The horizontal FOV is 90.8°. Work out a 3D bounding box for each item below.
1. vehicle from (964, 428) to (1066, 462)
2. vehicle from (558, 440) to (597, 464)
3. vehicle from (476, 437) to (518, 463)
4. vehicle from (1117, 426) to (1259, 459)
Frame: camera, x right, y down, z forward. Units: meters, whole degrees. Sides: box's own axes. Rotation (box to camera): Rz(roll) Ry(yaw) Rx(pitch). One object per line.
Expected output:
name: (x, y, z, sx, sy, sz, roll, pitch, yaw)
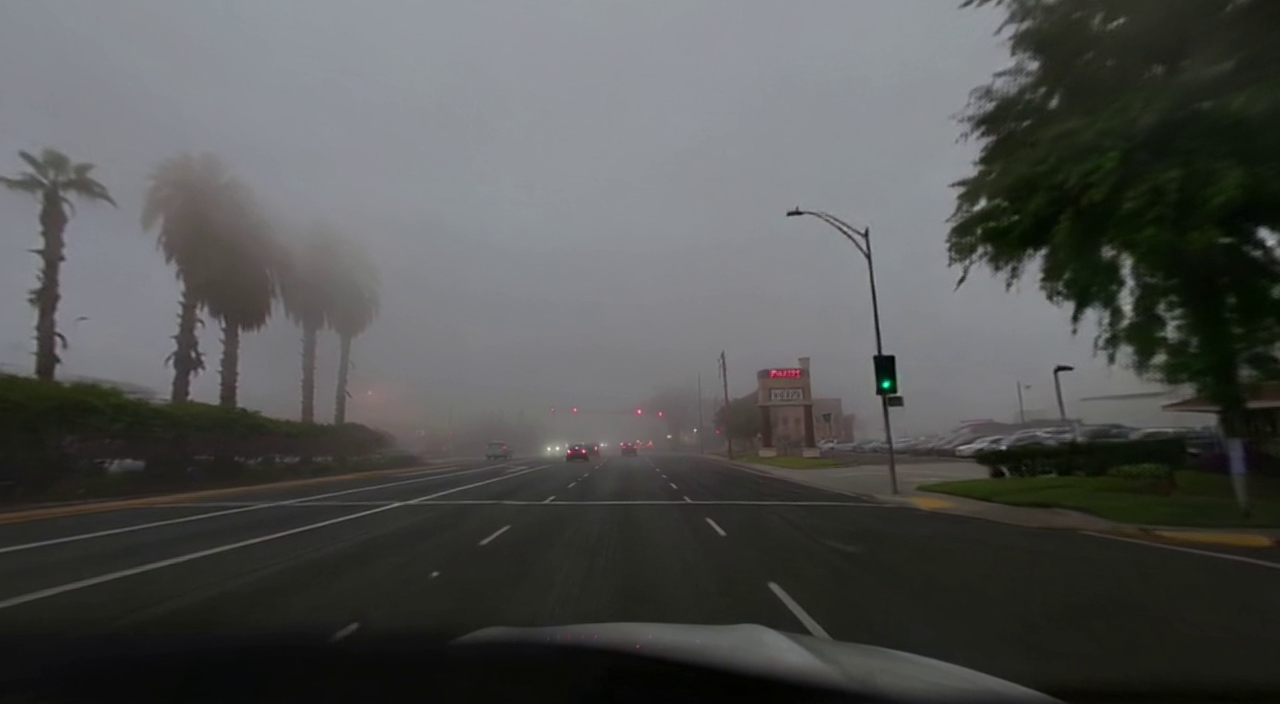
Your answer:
vehicle: (20.496, 5.138, 34.775, 4.548, 1.741, 1.971, -4, -10, 25)
vehicle: (-4.043, 6.575, 41.514, 2.181, 1.483, 4.123, 0, -9, -1)
vehicle: (-10.425, 7.175, 46.344, 2.022, 1.746, 4.406, 0, -9, 0)
vehicle: (27.097, 4.541, 31.499, 4.809, 1.499, 2.130, -4, -9, 23)
